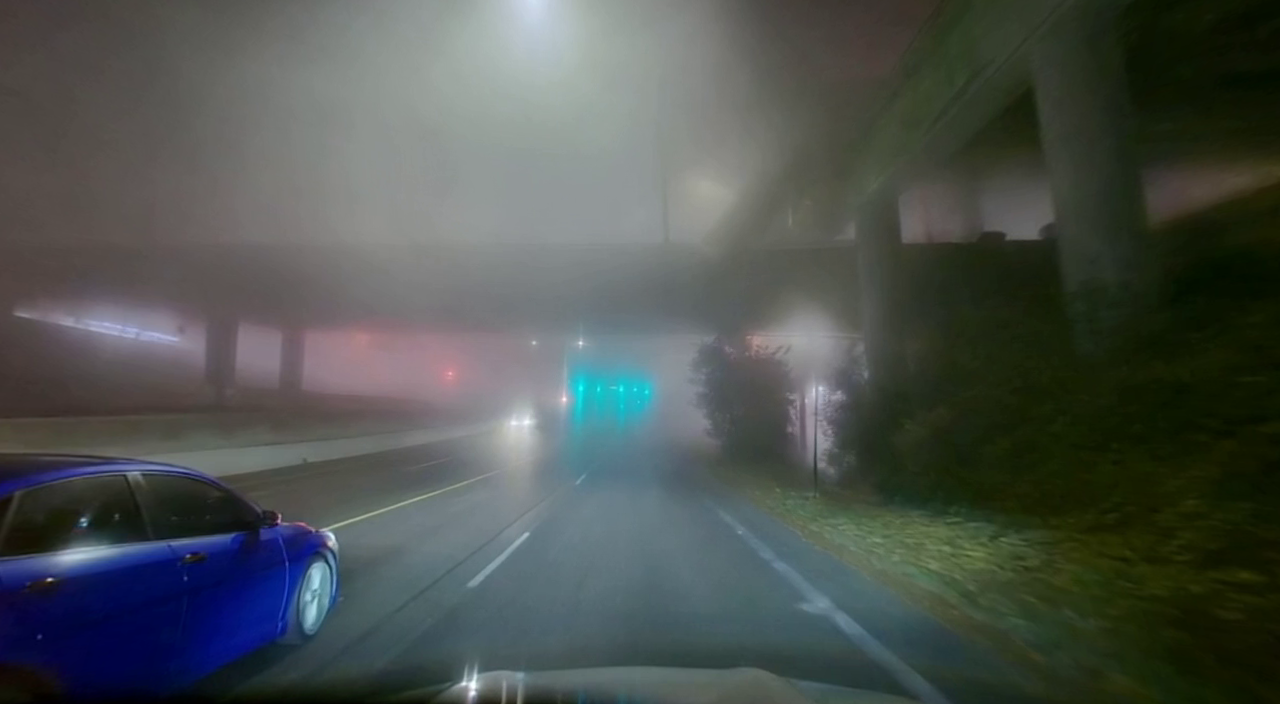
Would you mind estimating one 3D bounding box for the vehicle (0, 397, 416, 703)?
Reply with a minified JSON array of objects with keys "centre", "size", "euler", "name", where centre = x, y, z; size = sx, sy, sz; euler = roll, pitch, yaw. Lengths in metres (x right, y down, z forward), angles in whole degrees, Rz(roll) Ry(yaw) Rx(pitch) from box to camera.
[{"centre":[-3.172,1.156,3.813],"size":[2.041,1.470,4.290],"euler":[0,-9,0],"name":"vehicle"}]
